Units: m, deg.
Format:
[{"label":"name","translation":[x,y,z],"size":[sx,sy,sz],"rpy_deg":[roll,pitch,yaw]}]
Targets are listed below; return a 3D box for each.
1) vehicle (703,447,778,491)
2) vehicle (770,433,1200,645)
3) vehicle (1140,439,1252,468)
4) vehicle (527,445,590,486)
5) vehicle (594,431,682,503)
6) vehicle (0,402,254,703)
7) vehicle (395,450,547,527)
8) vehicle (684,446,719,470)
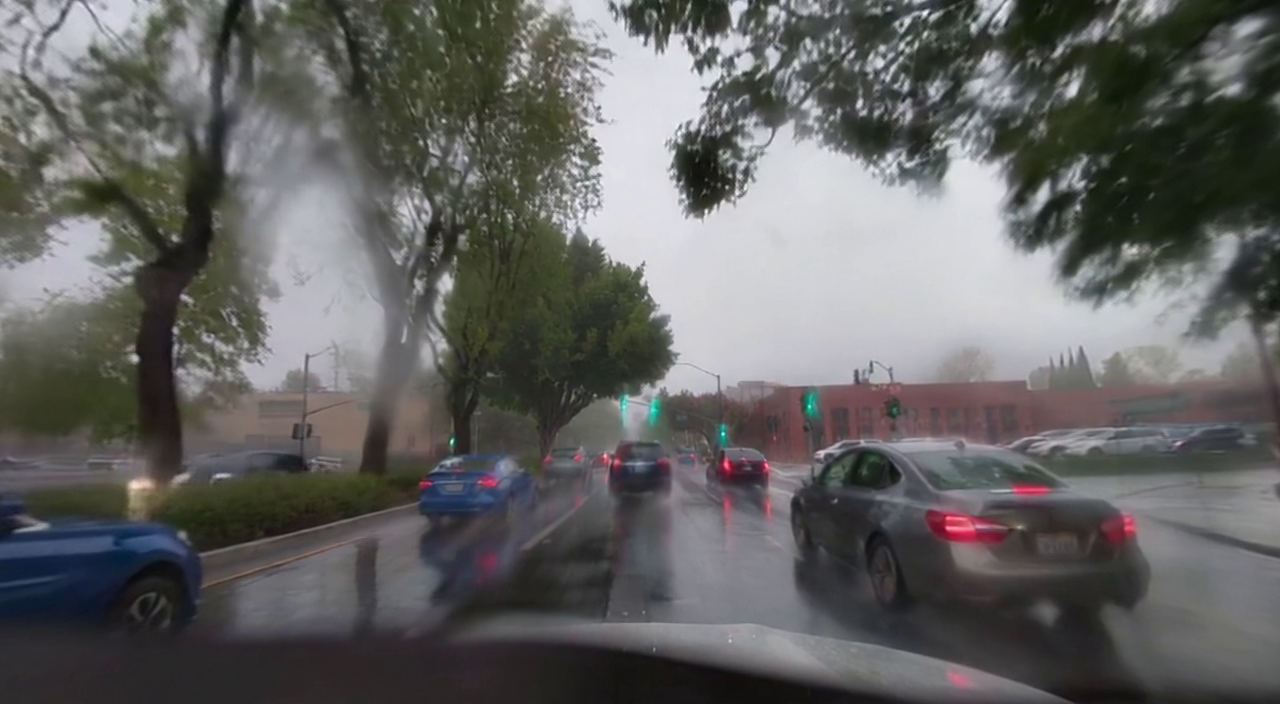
[{"label":"vehicle","translation":[3.620,4.296,23.500],"size":[2.058,1.472,4.317],"rpy_deg":[0,-8,-1]},{"label":"vehicle","translation":[2.921,1.667,6.796],"size":[2.052,1.475,4.540],"rpy_deg":[0,-8,0]},{"label":"vehicle","translation":[33.511,6.140,38.166],"size":[4.534,1.680,2.002],"rpy_deg":[-3,-9,22]},{"label":"vehicle","translation":[-3.443,4.883,27.433],"size":[2.130,1.645,3.995],"rpy_deg":[0,-8,1]},{"label":"vehicle","translation":[-0.041,3.423,19.208],"size":[2.361,1.898,4.465],"rpy_deg":[0,-8,1]},{"label":"vehicle","translation":[-4.021,0.960,2.572],"size":[2.173,1.536,4.285],"rpy_deg":[0,-8,0]},{"label":"vehicle","translation":[-3.397,2.820,13.579],"size":[2.115,1.369,3.908],"rpy_deg":[0,-8,1]},{"label":"vehicle","translation":[4.628,8.027,48.027],"size":[2.220,1.706,4.178],"rpy_deg":[0,-8,0]}]
